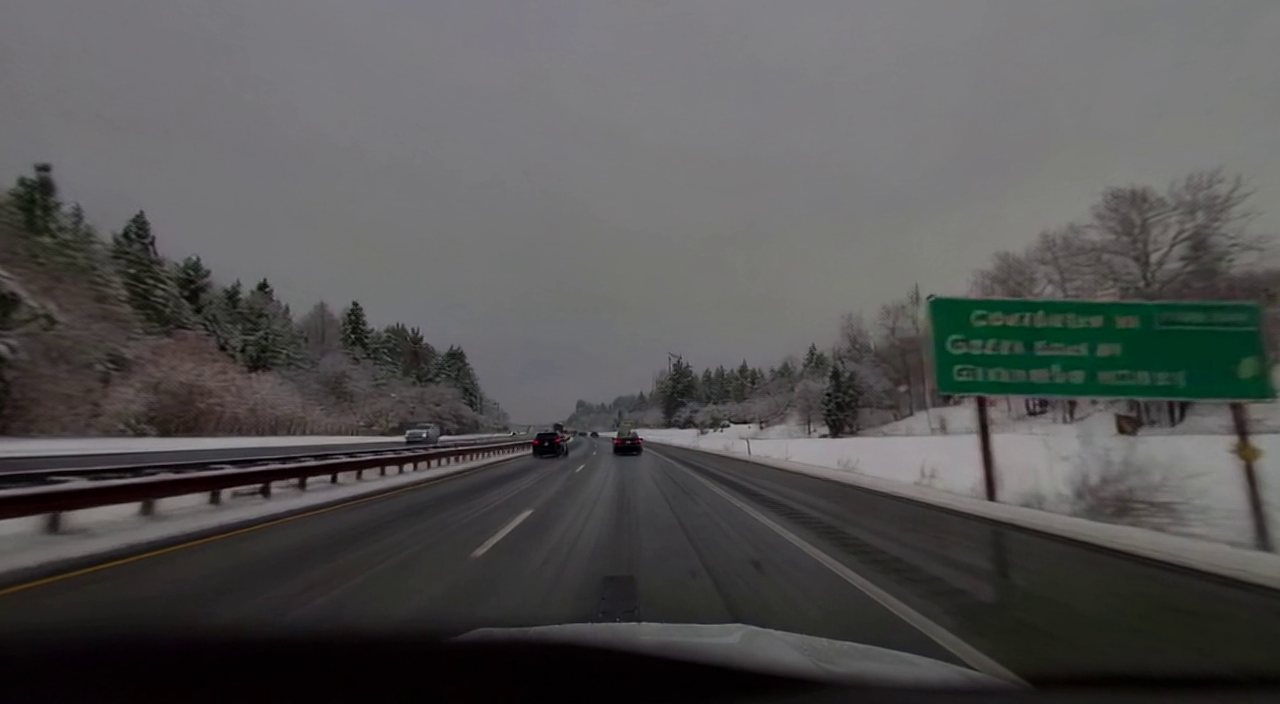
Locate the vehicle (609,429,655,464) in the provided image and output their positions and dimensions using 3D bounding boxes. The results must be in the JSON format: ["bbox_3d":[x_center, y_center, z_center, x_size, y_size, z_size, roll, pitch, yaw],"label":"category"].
[{"bbox_3d":[-0.468,4.749,31.767,2.162,1.616,4.242,0,-8,-2],"label":"vehicle"}]

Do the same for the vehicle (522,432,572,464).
[{"bbox_3d":[-4.716,4.880,32.378,1.975,1.518,4.242,0,-8,-1],"label":"vehicle"}]
